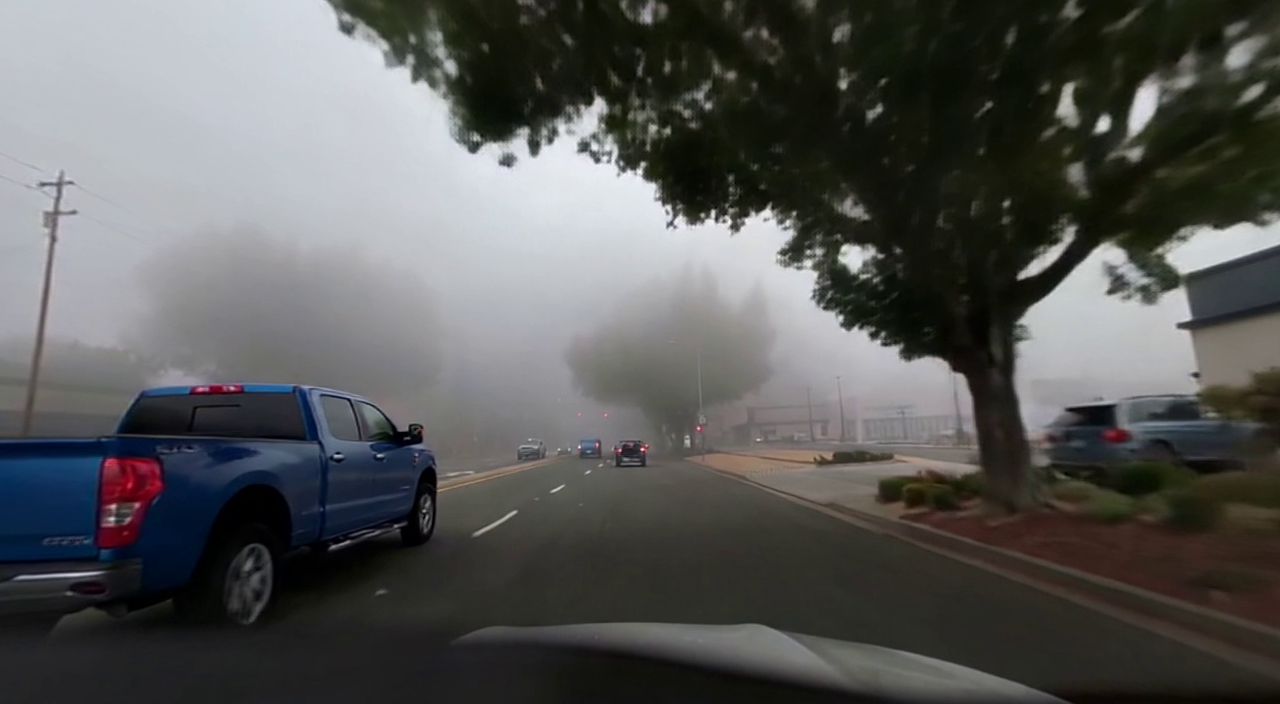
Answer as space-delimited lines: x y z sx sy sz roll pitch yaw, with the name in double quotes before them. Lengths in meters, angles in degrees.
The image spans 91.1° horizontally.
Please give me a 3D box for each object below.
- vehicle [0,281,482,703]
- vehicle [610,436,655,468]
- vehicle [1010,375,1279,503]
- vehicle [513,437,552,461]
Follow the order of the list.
"vehicle" -3.740 1.220 5.918 2.552 2.079 6.810 0 -8 2
"vehicle" -0.356 5.219 32.890 2.191 1.530 4.470 0 -8 0
"vehicle" 8.918 1.455 10.553 5.109 1.735 1.997 4 -9 -25
"vehicle" -8.463 7.680 49.803 2.146 1.788 5.153 0 -8 1
